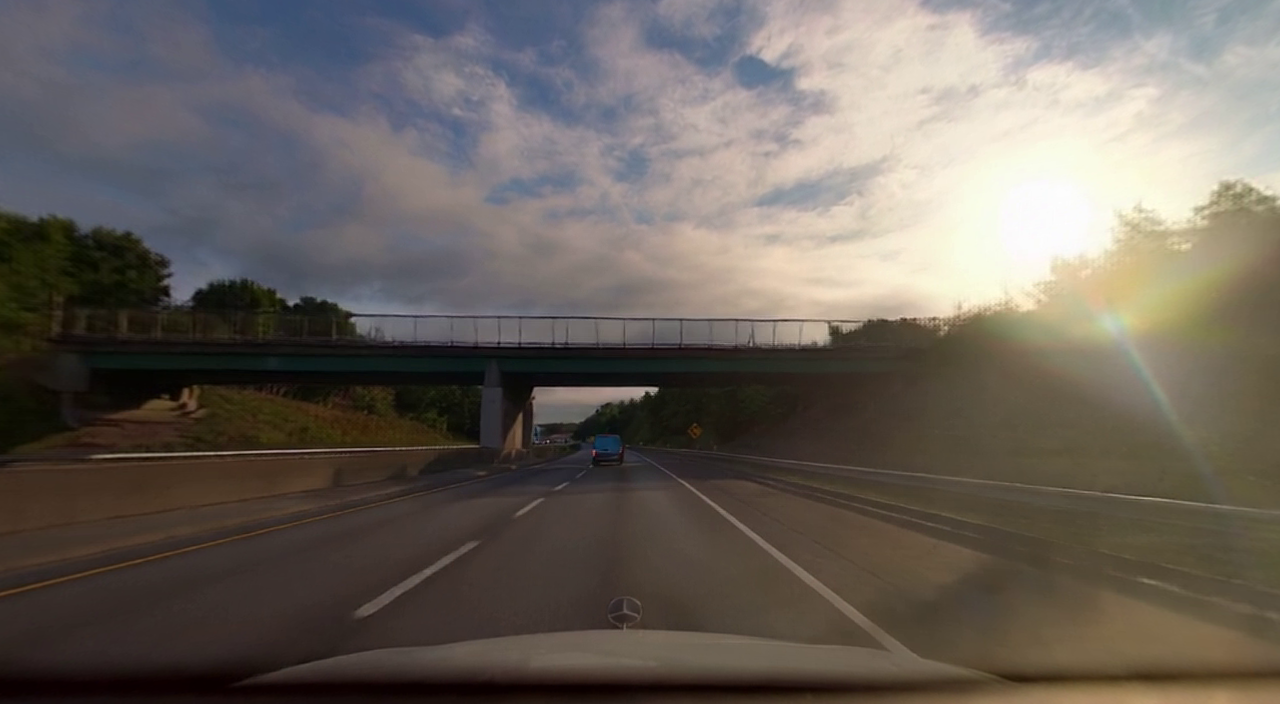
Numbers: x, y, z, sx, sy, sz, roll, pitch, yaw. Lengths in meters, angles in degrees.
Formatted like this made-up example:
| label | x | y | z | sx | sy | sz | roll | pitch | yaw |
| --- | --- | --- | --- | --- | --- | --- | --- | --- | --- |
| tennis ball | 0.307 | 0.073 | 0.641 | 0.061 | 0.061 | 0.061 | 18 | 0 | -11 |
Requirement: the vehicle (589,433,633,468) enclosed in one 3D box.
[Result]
| label | x | y | z | sx | sy | sz | roll | pitch | yaw |
| --- | --- | --- | --- | --- | --- | --- | --- | --- | --- |
| vehicle | -1.660 | 5.779 | 36.945 | 2.372 | 1.891 | 5.061 | 0 | -8 | -2 |
